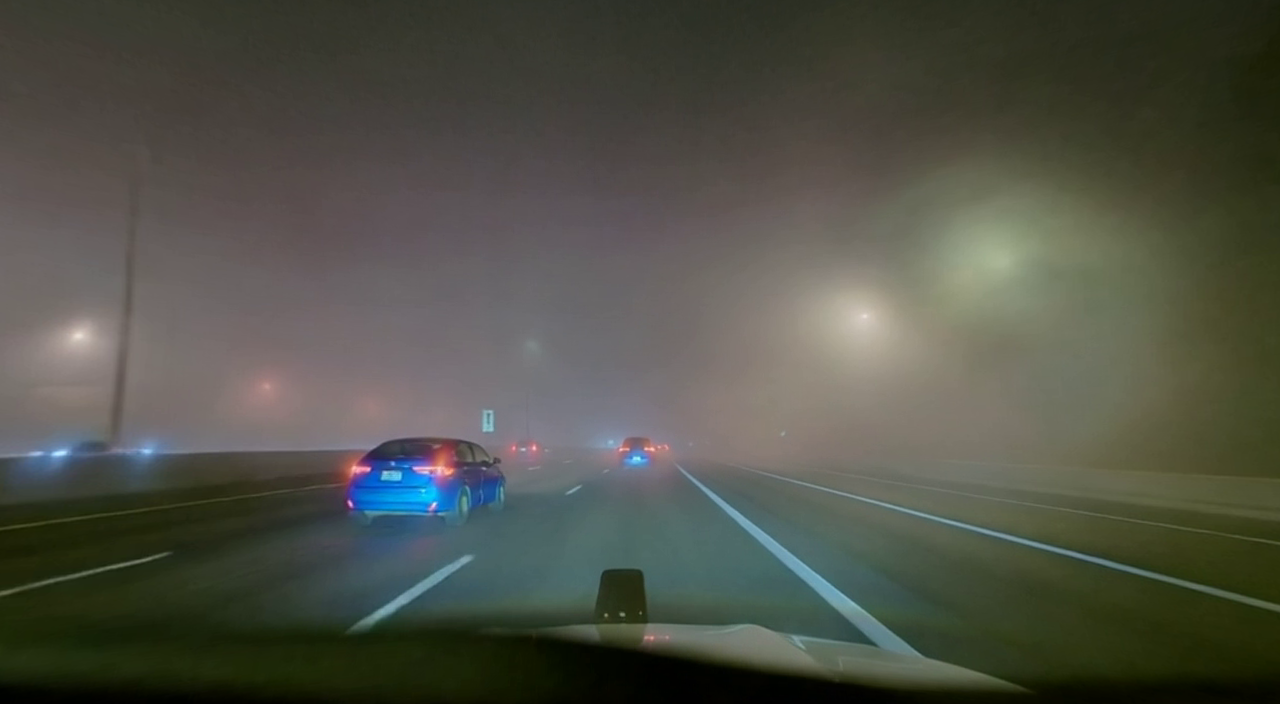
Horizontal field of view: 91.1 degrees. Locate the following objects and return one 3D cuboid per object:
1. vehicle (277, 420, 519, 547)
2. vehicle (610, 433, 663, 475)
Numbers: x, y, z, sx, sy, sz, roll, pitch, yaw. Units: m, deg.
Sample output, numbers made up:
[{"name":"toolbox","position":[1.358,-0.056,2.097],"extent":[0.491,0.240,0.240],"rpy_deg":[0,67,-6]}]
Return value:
[{"name":"vehicle","position":[-3.548,2.025,10.389],"extent":[2.124,1.607,4.531],"rpy_deg":[0,-8,1]},{"name":"vehicle","position":[-0.109,4.475,27.765],"extent":[2.155,1.690,4.318],"rpy_deg":[0,-8,1]}]
